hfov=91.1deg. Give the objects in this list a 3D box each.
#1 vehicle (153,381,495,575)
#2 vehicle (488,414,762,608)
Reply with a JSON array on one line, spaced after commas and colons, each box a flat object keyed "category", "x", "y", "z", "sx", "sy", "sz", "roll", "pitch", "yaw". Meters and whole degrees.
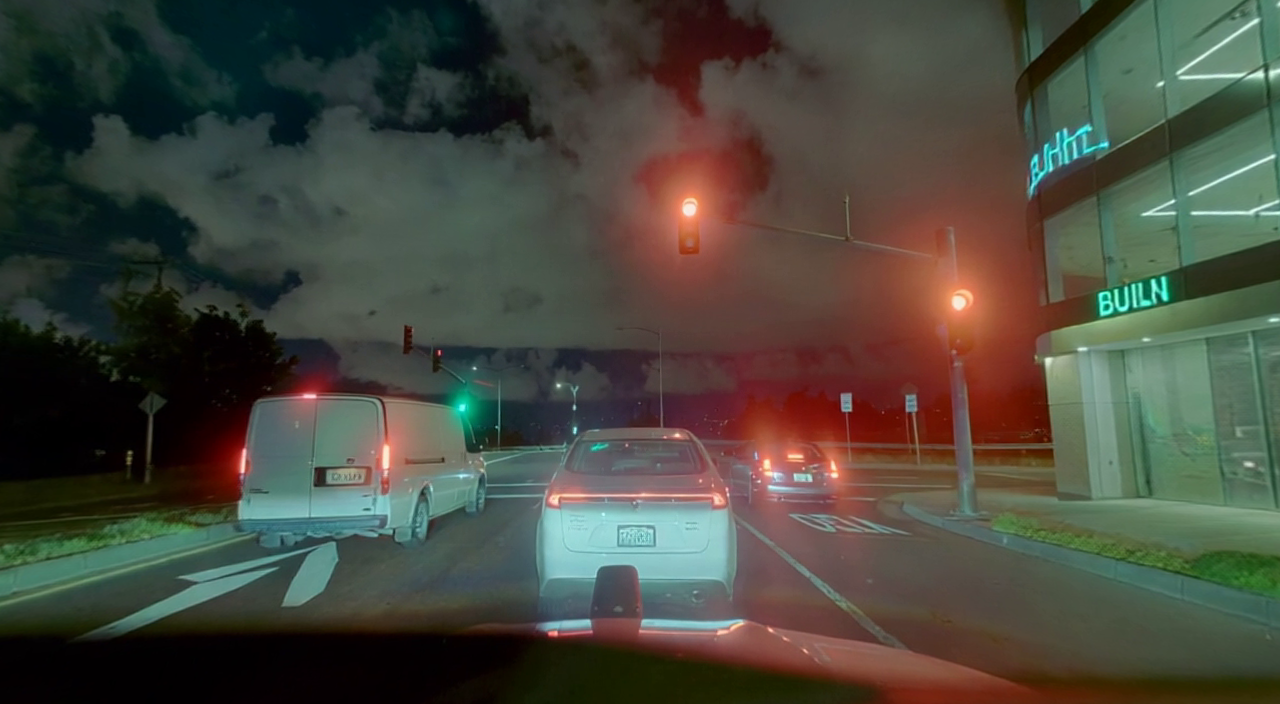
[{"category": "vehicle", "x": -3.585, "y": 1.528, "z": 8.567, "sx": 2.076, "sy": 1.820, "sz": 5.100, "roll": 0, "pitch": -8, "yaw": -1}, {"category": "vehicle", "x": -0.118, "y": 1.467, "z": 6.775, "sx": 2.064, "sy": 1.452, "sz": 3.942, "roll": 0, "pitch": -8, "yaw": 0}]
